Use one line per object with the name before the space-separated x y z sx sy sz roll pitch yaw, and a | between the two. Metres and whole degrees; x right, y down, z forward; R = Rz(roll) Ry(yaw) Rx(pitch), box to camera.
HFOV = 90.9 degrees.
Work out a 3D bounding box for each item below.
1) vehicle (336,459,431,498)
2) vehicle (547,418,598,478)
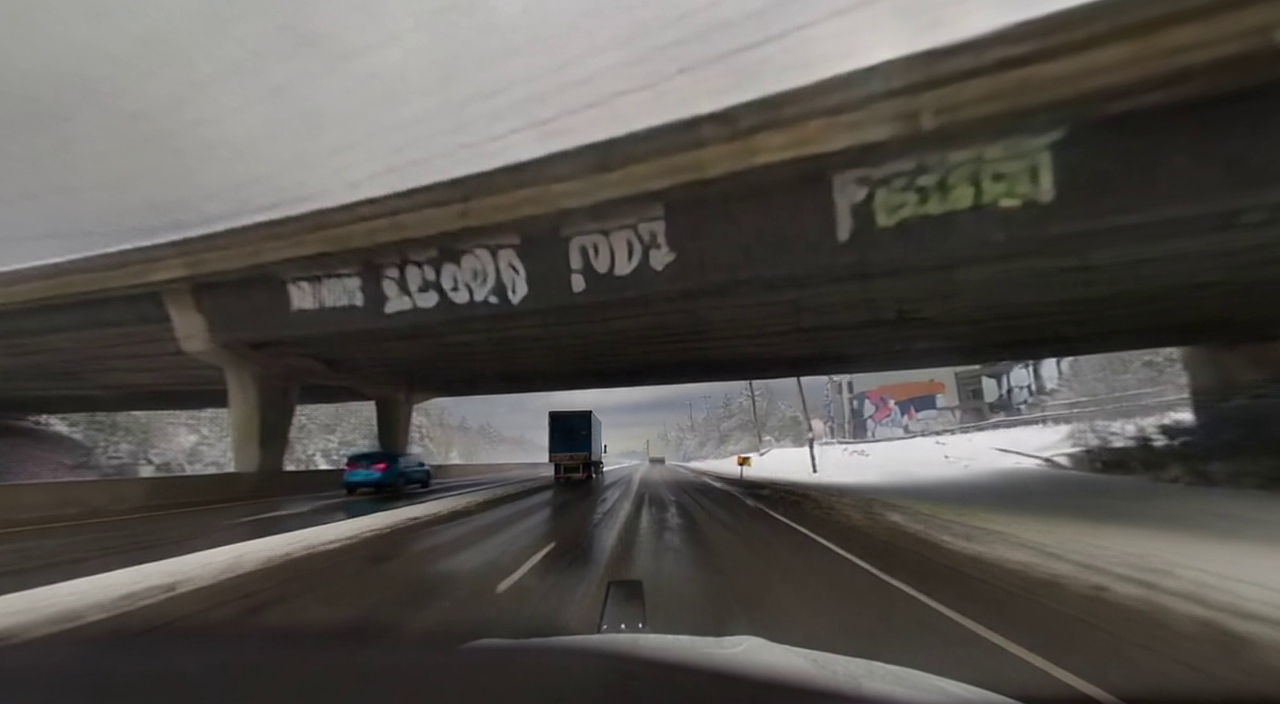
vehicle | -10.320 5.098 25.736 1.940 1.381 4.348 -1 -9 2
vehicle | -4.927 7.312 47.939 2.955 4.022 8.842 0 -9 0
